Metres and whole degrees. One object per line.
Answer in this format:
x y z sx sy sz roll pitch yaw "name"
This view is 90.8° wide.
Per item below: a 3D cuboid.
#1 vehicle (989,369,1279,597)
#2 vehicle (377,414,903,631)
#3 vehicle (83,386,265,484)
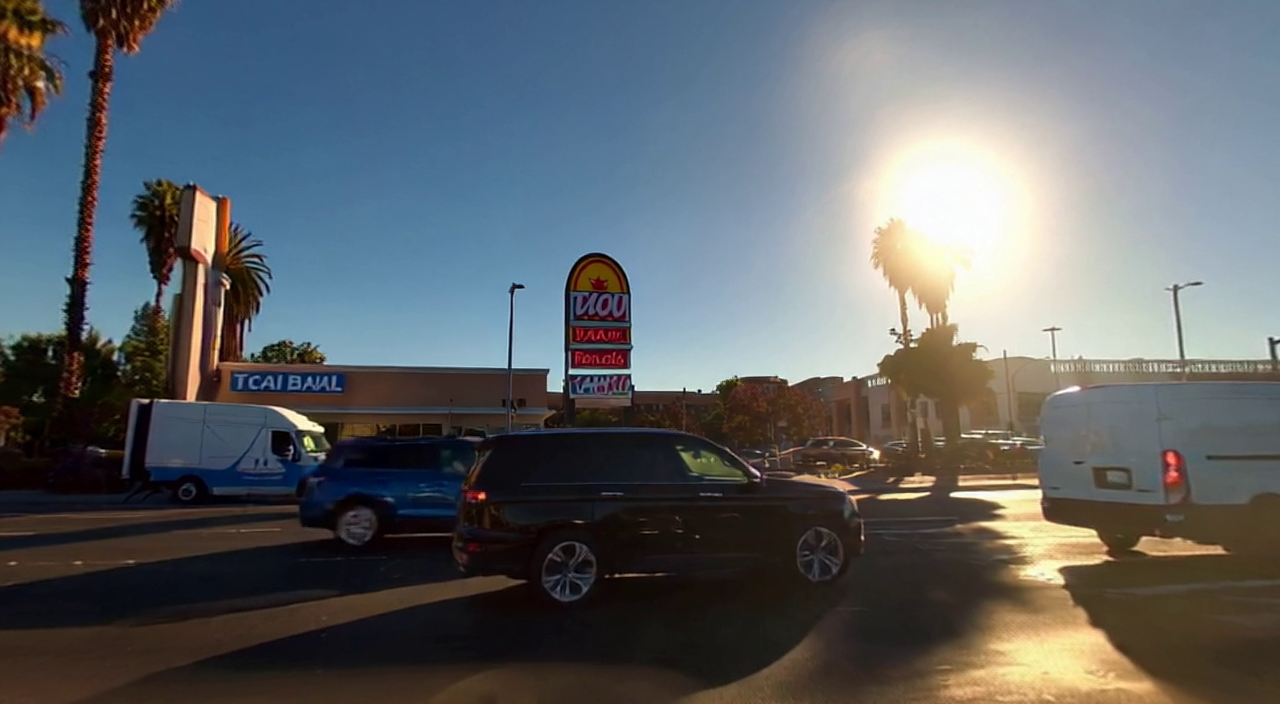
7.997 1.478 7.698 6.246 2.202 2.277 1 -9 -7 "vehicle"
-0.020 1.577 6.522 4.493 1.728 2.137 1 -9 -7 "vehicle"
-21.120 3.925 29.459 3.034 3.929 7.699 1 -9 -5 "vehicle"
